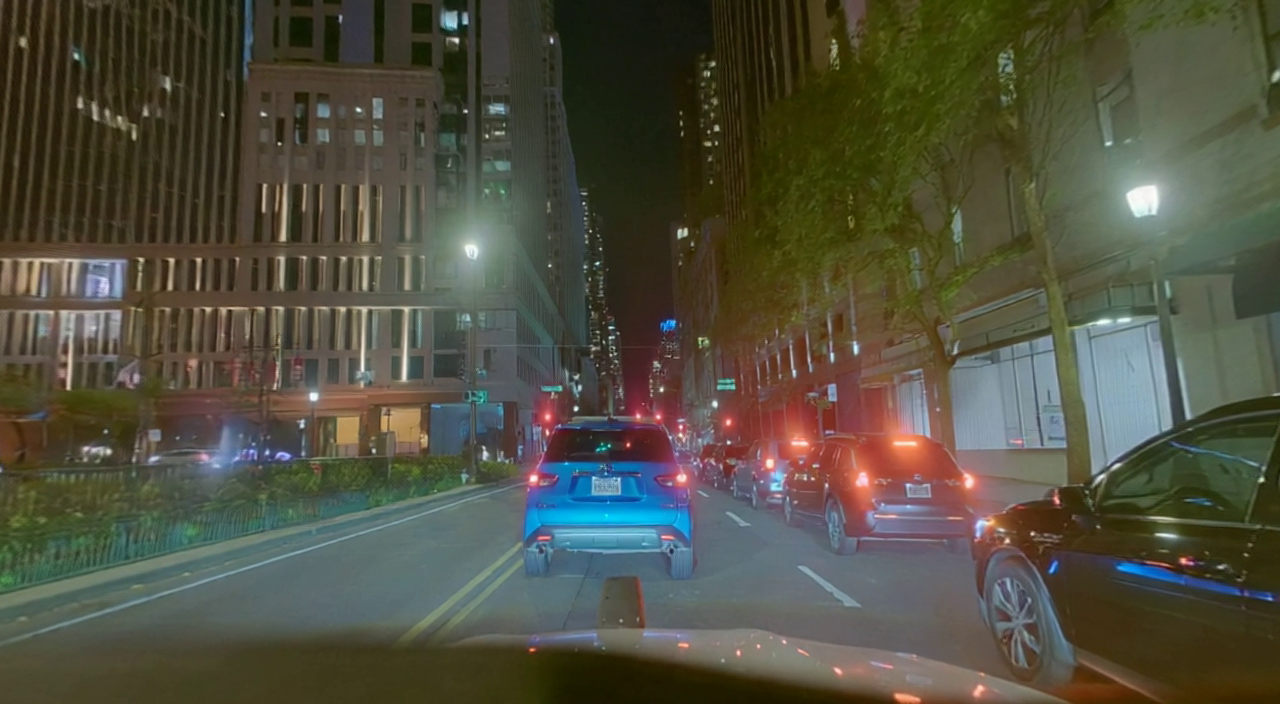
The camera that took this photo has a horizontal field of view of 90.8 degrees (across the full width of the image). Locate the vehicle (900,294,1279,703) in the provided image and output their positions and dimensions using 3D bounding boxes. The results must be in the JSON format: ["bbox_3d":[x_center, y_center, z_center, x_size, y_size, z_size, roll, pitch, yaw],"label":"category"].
[{"bbox_3d":[2.995,0.753,2.245,2.063,1.760,4.664,0,-9,-1],"label":"vehicle"}]

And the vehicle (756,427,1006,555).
[{"bbox_3d":[3.270,1.990,9.799,1.941,1.482,4.632,0,-9,-2],"label":"vehicle"}]

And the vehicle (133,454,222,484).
[{"bbox_3d":[-25.841,6.537,35.552,1.960,1.459,4.699,1,-9,-8],"label":"vehicle"}]

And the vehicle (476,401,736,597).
[{"bbox_3d":[-0.346,1.588,7.618,2.249,1.684,4.084,0,-9,-1],"label":"vehicle"}]
